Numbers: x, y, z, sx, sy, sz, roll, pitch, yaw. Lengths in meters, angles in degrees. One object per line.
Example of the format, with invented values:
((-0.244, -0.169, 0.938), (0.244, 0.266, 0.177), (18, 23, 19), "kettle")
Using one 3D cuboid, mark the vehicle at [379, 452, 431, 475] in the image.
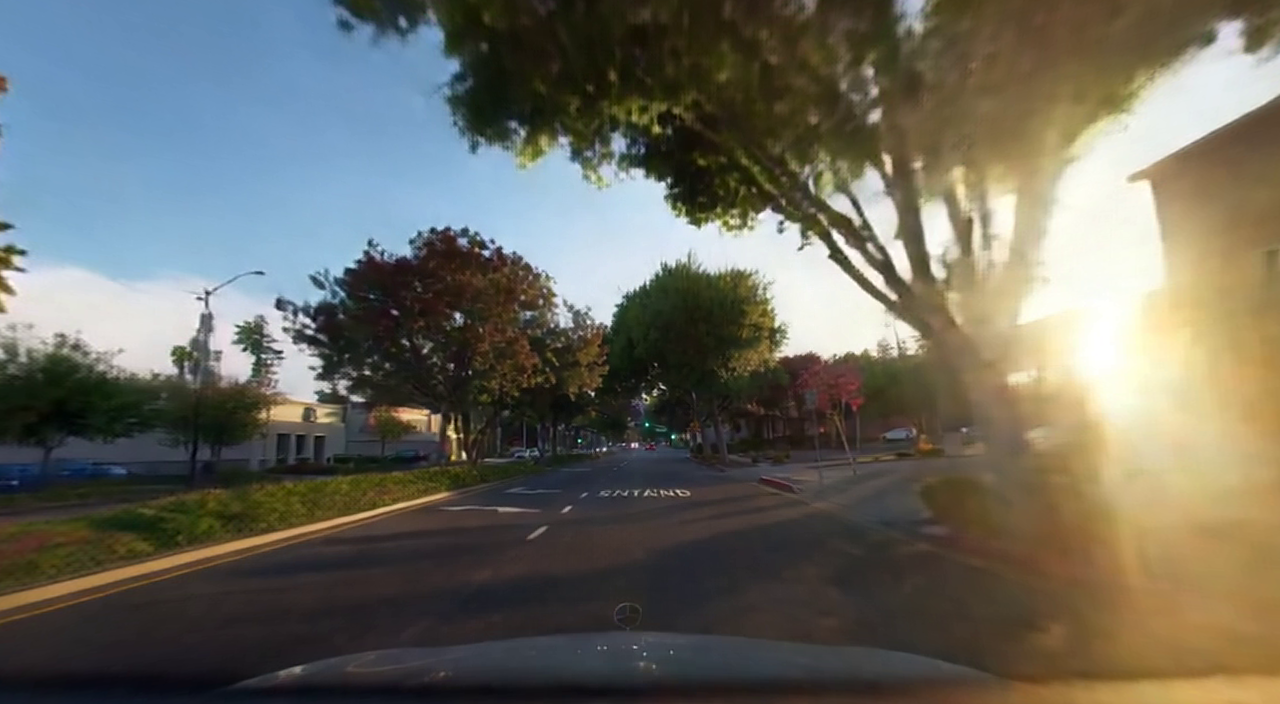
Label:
((-17.089, 8.092, 45.842), (1.861, 1.541, 4.530), (0, -9, 2), "vehicle")
